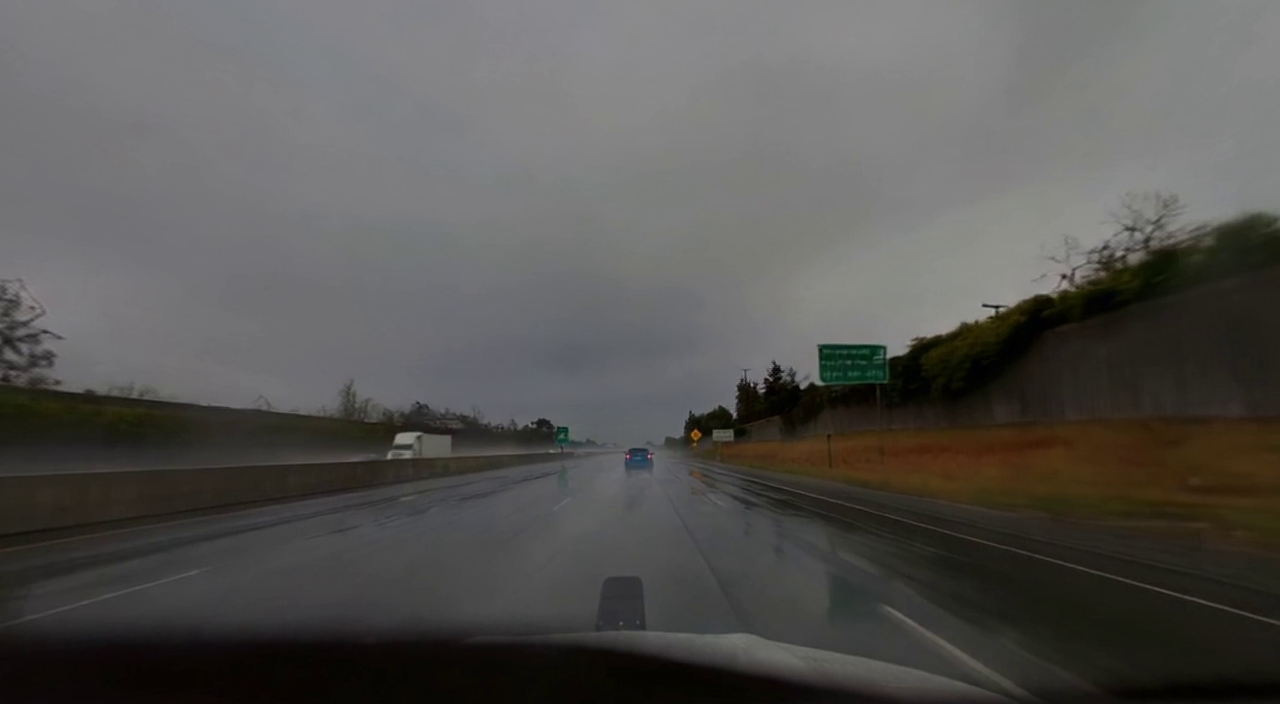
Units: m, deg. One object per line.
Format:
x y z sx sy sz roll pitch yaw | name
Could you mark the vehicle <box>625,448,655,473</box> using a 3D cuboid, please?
0.007 7.075 41.312 1.908 1.515 3.871 0 -9 0 | vehicle
